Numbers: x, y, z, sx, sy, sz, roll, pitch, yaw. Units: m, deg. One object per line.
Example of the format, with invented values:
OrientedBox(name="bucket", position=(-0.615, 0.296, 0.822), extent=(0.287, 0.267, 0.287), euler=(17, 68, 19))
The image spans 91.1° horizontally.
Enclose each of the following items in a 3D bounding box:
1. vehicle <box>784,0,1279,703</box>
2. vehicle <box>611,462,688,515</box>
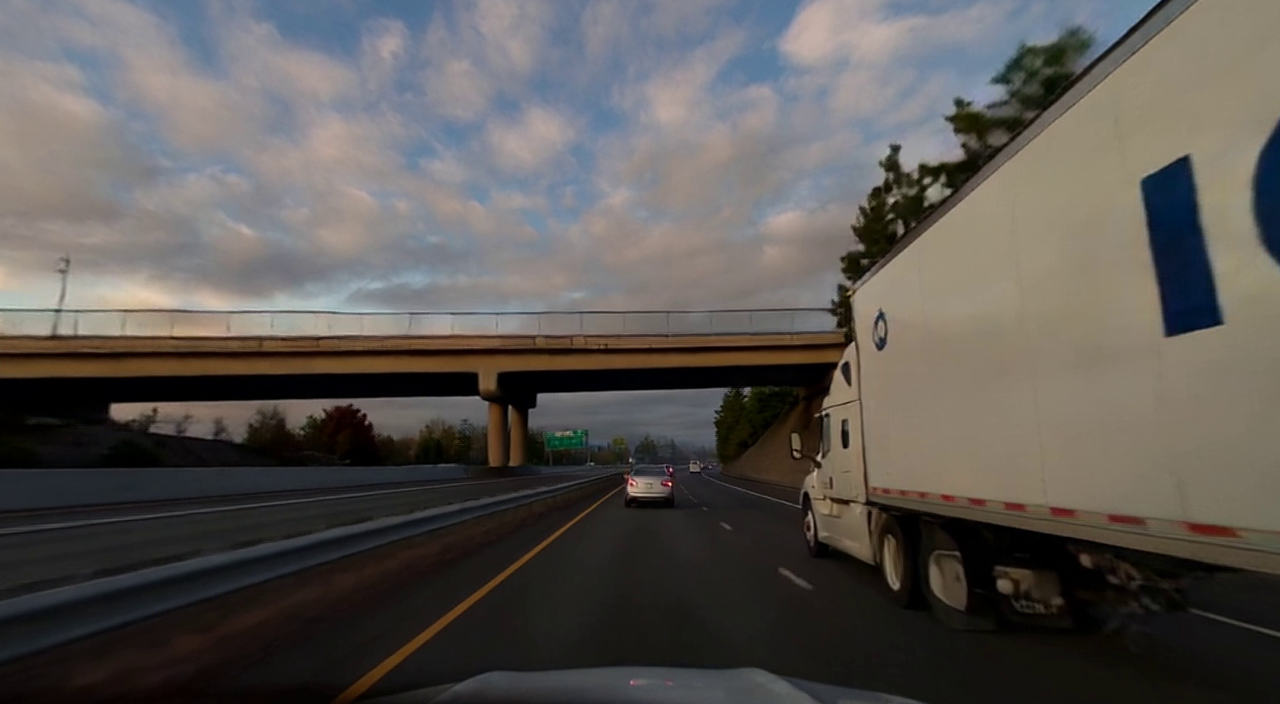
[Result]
OrientedBox(name="vehicle", position=(4.420, 0.297, 4.189), extent=(2.964, 4.188, 16.587), euler=(1, -10, 0))
OrientedBox(name="vehicle", position=(0.296, 4.213, 19.686), extent=(2.156, 1.444, 3.762), euler=(1, -10, 1))
